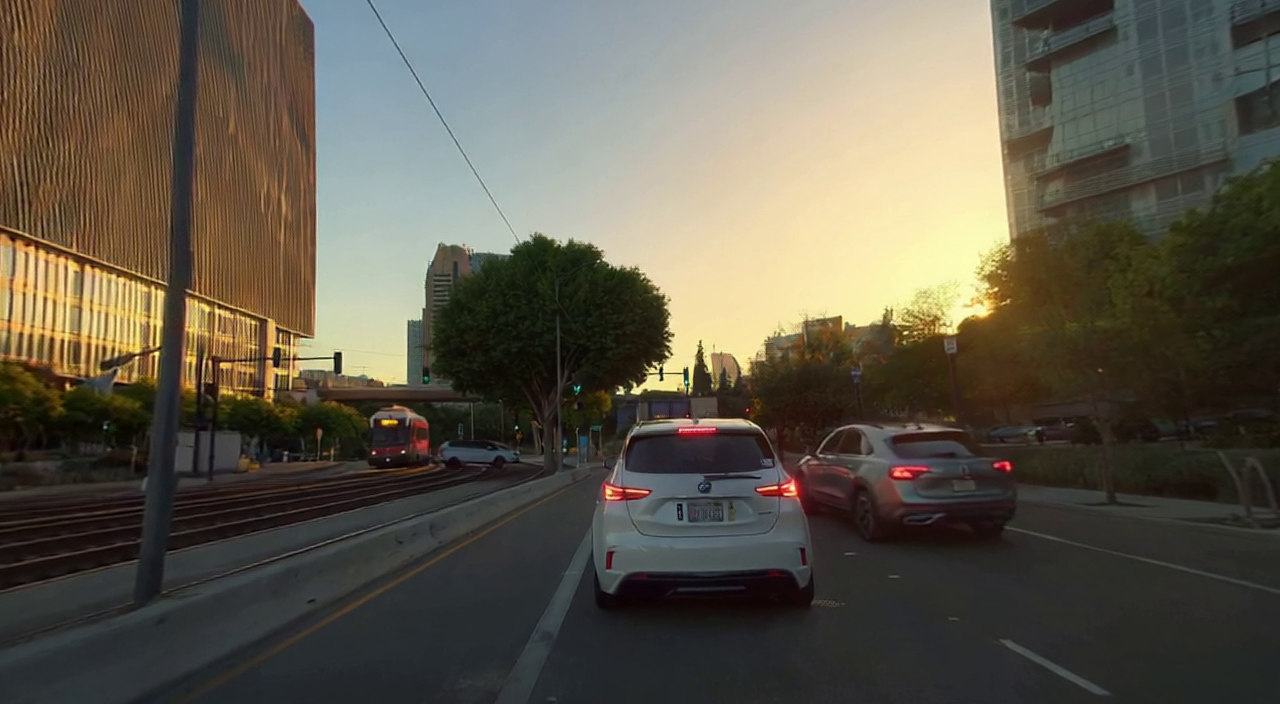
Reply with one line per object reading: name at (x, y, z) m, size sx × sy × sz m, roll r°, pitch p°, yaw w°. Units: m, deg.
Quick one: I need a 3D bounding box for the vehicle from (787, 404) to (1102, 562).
vehicle at (3.868, 1.775, 9.264) m, size 2.212 × 1.709 × 4.715 m, roll 0°, pitch -9°, yaw -1°

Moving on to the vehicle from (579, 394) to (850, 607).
vehicle at (0.493, 1.498, 7.182) m, size 2.190 × 1.684 × 4.084 m, roll 0°, pitch -9°, yaw -3°
